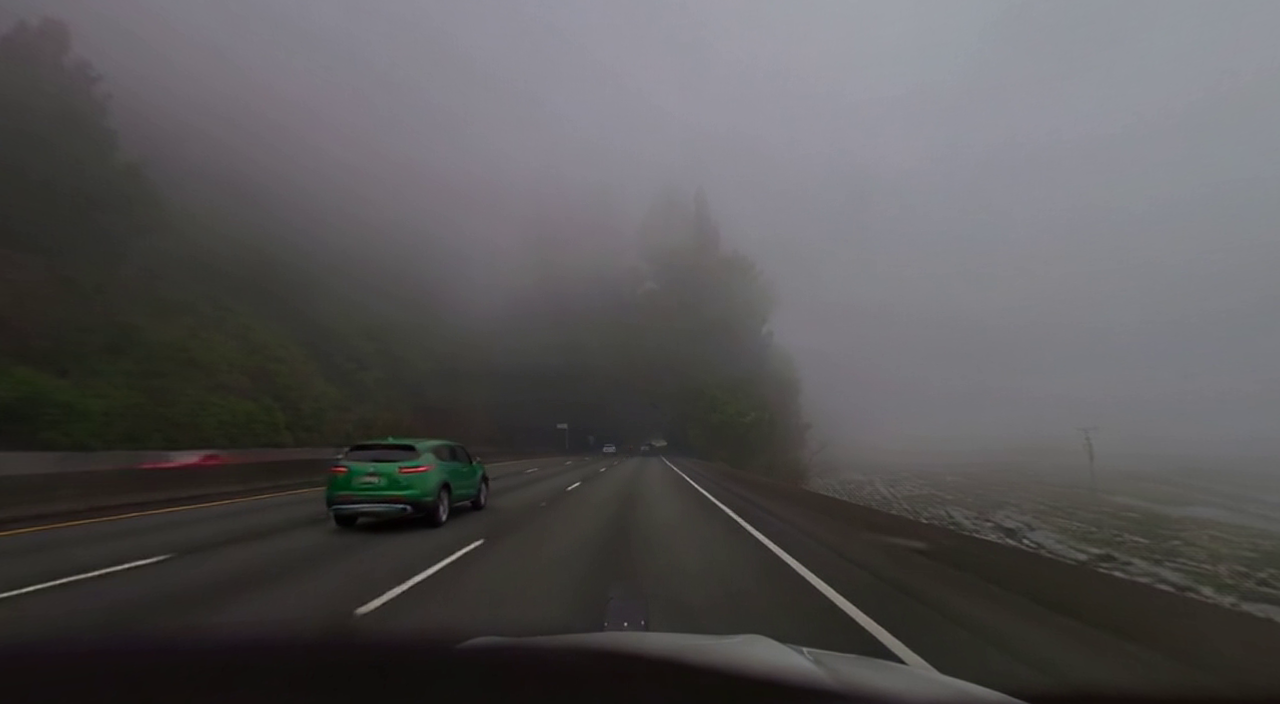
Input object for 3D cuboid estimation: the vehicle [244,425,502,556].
[{"bbox_3d":[-3.655,1.948,9.646,1.993,1.538,4.192,0,-8,2],"label":"vehicle"}]
